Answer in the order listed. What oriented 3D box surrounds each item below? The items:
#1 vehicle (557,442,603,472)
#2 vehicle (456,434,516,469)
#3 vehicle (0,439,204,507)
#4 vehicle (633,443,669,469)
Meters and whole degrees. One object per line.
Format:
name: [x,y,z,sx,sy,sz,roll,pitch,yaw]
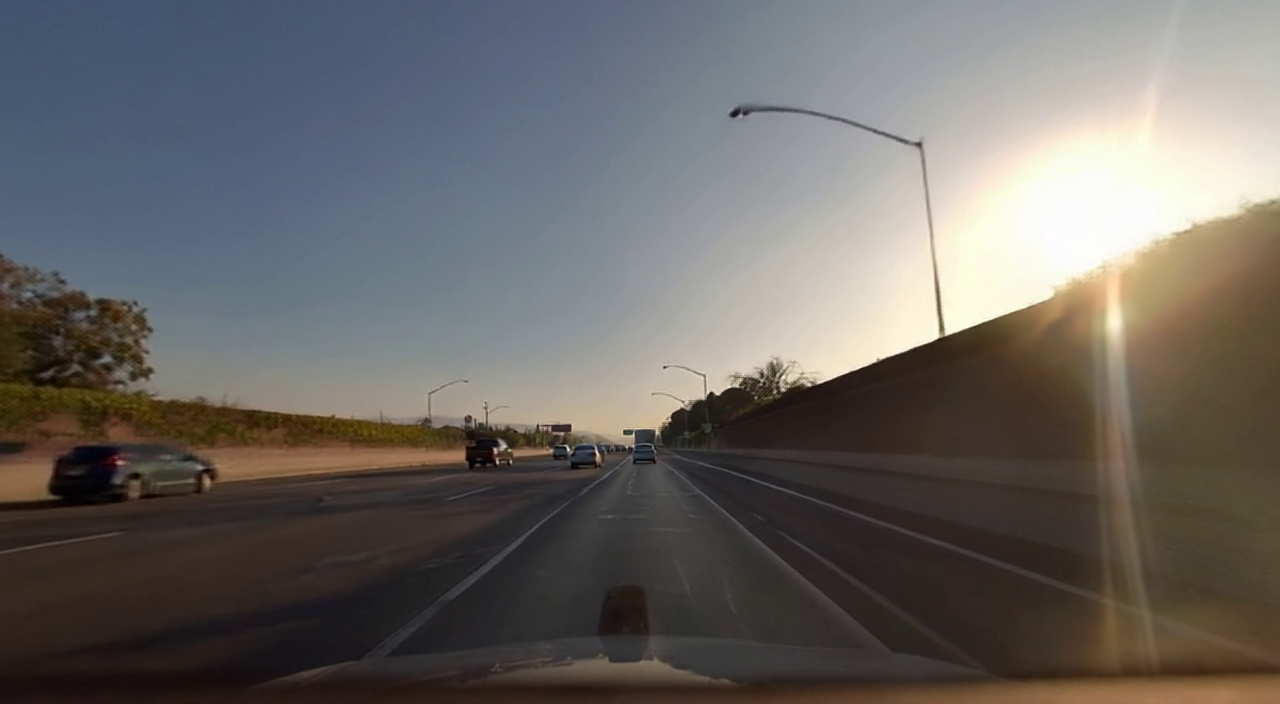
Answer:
vehicle: [-3.237,5.755,34.766,2.056,1.480,4.022,-1,-8,1]
vehicle: [-9.811,6.405,40.841,2.339,2.018,5.790,-1,-8,1]
vehicle: [-13.796,2.983,16.095,1.952,1.469,4.639,-1,-8,1]
vehicle: [0.648,6.319,38.600,2.073,1.480,4.343,-1,-8,0]
